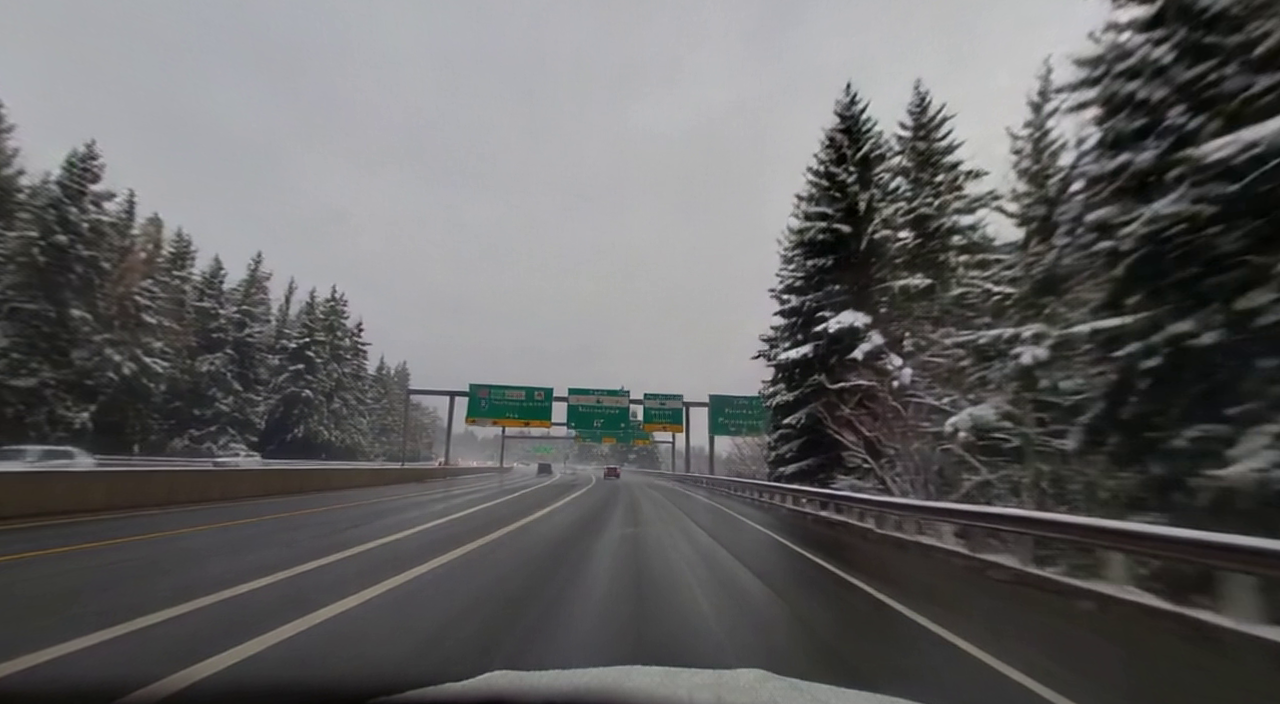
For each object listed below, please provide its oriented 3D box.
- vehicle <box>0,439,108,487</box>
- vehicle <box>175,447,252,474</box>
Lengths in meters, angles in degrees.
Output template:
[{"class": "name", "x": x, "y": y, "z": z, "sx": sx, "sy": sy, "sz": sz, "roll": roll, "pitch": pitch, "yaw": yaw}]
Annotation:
[{"class": "vehicle", "x": -21.206, "y": 3.814, "z": 21.598, "sx": 2.041, "sy": 1.494, "sz": 4.669, "roll": 1, "pitch": -10, "yaw": -4}, {"class": "vehicle", "x": -26.540, "y": 6.823, "z": 39.430, "sx": 1.864, "sy": 1.526, "sz": 4.574, "roll": 1, "pitch": -10, "yaw": -4}]
